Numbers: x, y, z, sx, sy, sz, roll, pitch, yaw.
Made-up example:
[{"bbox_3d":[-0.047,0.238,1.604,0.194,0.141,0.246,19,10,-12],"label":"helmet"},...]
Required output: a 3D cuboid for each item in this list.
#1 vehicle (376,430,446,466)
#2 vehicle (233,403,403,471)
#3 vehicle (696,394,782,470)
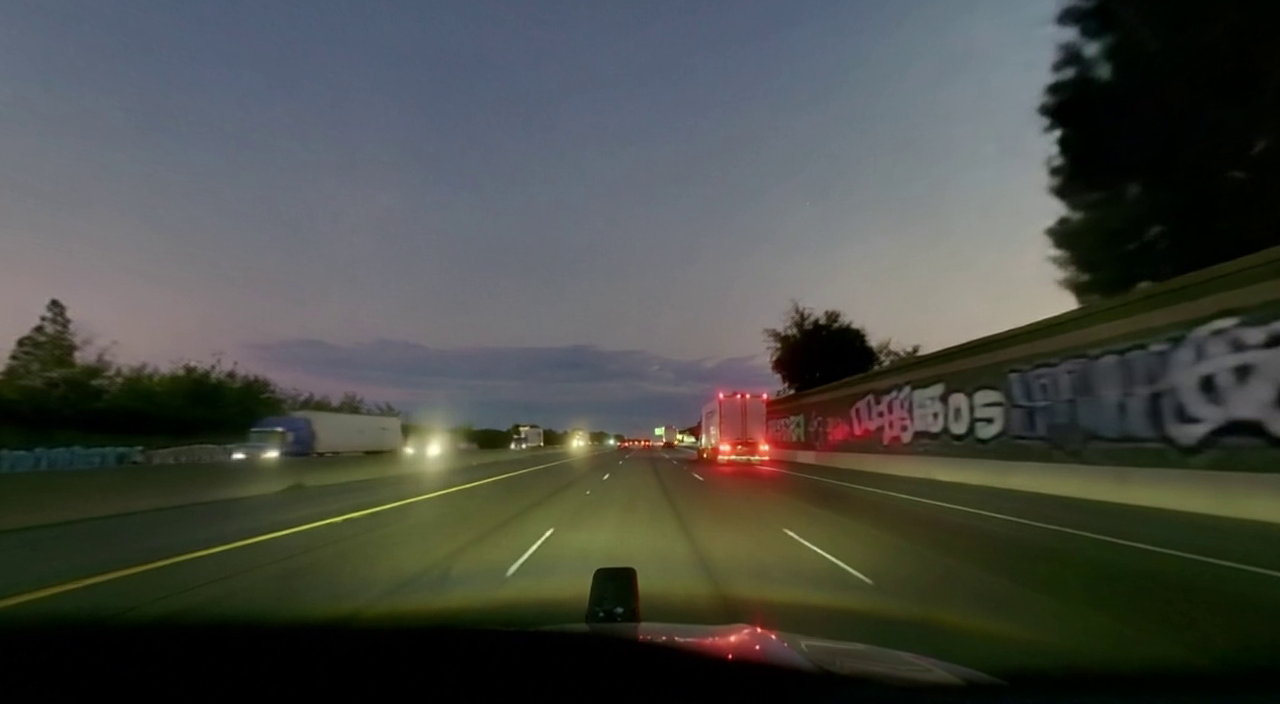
[{"bbox_3d":[-12.320,5.197,34.287,2.068,1.781,4.678,-1,-8,0],"label":"vehicle"},{"bbox_3d":[-20.939,5.858,43.200,2.850,3.711,17.121,-1,-8,0],"label":"vehicle"},{"bbox_3d":[5.083,4.457,34.648,2.949,3.470,10.539,-1,-8,0],"label":"vehicle"}]
